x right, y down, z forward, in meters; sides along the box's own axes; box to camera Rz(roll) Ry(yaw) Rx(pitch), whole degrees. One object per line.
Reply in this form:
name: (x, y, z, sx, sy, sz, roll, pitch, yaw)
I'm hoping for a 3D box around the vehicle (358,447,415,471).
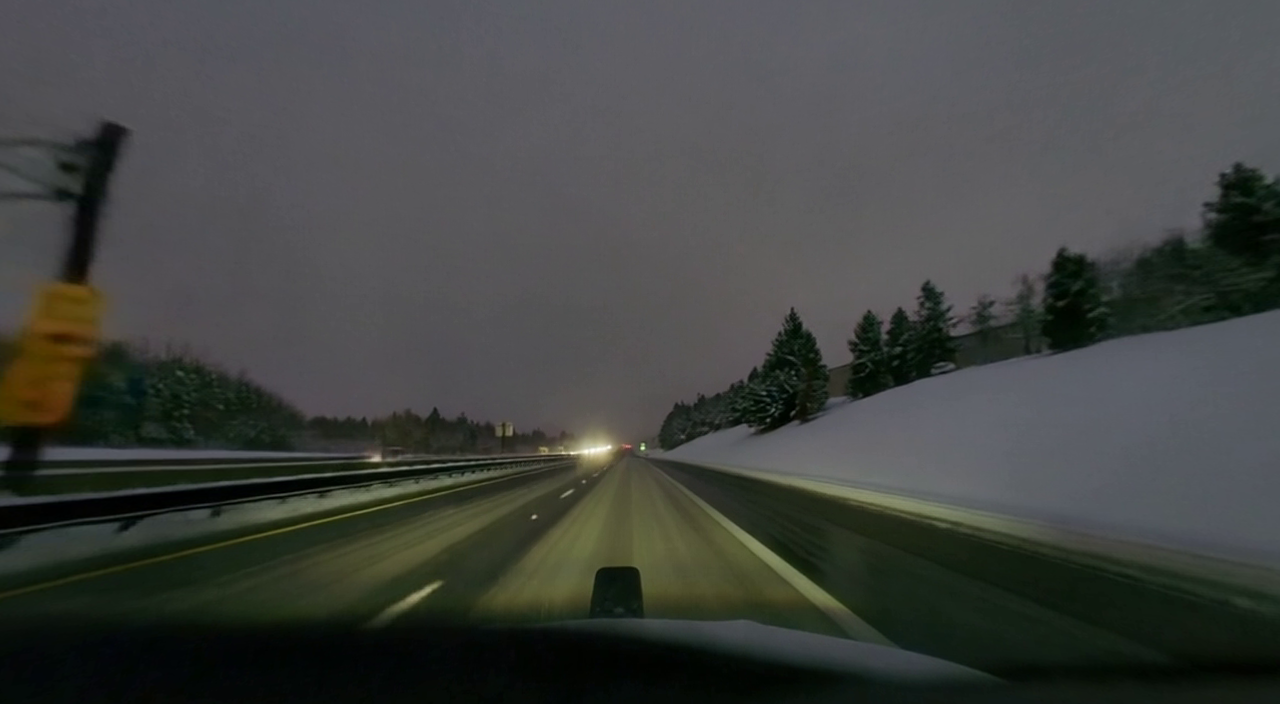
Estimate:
vehicle: (-17.108, 7.252, 42.722, 1.928, 1.475, 4.749, 0, -9, 0)
